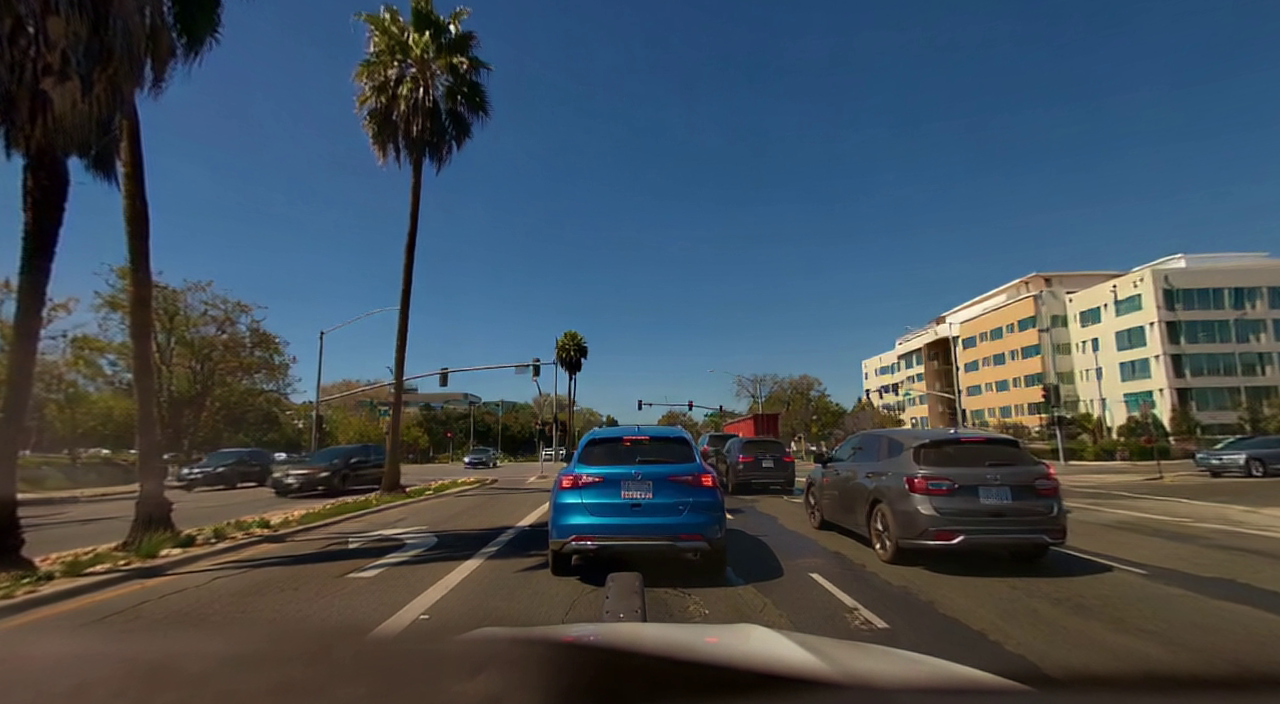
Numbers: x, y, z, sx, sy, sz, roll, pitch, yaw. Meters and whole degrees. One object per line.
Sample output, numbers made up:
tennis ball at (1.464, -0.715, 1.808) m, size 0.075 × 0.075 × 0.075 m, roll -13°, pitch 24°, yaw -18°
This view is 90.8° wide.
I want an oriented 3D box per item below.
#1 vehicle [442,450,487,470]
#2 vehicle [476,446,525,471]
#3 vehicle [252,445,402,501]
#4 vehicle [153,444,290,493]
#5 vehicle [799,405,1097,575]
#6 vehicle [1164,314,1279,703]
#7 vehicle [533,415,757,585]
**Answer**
vehicle at (-12.289, 7.597, 44.516) m, size 1.946 × 1.347 × 4.021 m, roll 0°, pitch -9°, yaw 1°
vehicle at (-8.595, 6.580, 39.291) m, size 1.975 × 1.478 × 4.670 m, roll 0°, pitch -9°, yaw 0°
vehicle at (-9.170, 3.554, 19.034) m, size 2.168 × 1.462 × 4.505 m, roll 0°, pitch -9°, yaw 0°
vehicle at (-16.458, 4.564, 25.230) m, size 2.167 × 1.737 × 4.824 m, roll 0°, pitch -9°, yaw 0°
vehicle at (3.685, 1.724, 8.605) m, size 1.947 × 1.725 × 4.159 m, roll 0°, pitch -9°, yaw 0°
vehicle at (3.390, 0.452, 0.158) m, size 2.171 × 1.806 × 5.058 m, roll 0°, pitch -9°, yaw 0°
vehicle at (0.038, 1.688, 7.977) m, size 2.083 × 1.572 × 4.021 m, roll 0°, pitch -9°, yaw 0°
